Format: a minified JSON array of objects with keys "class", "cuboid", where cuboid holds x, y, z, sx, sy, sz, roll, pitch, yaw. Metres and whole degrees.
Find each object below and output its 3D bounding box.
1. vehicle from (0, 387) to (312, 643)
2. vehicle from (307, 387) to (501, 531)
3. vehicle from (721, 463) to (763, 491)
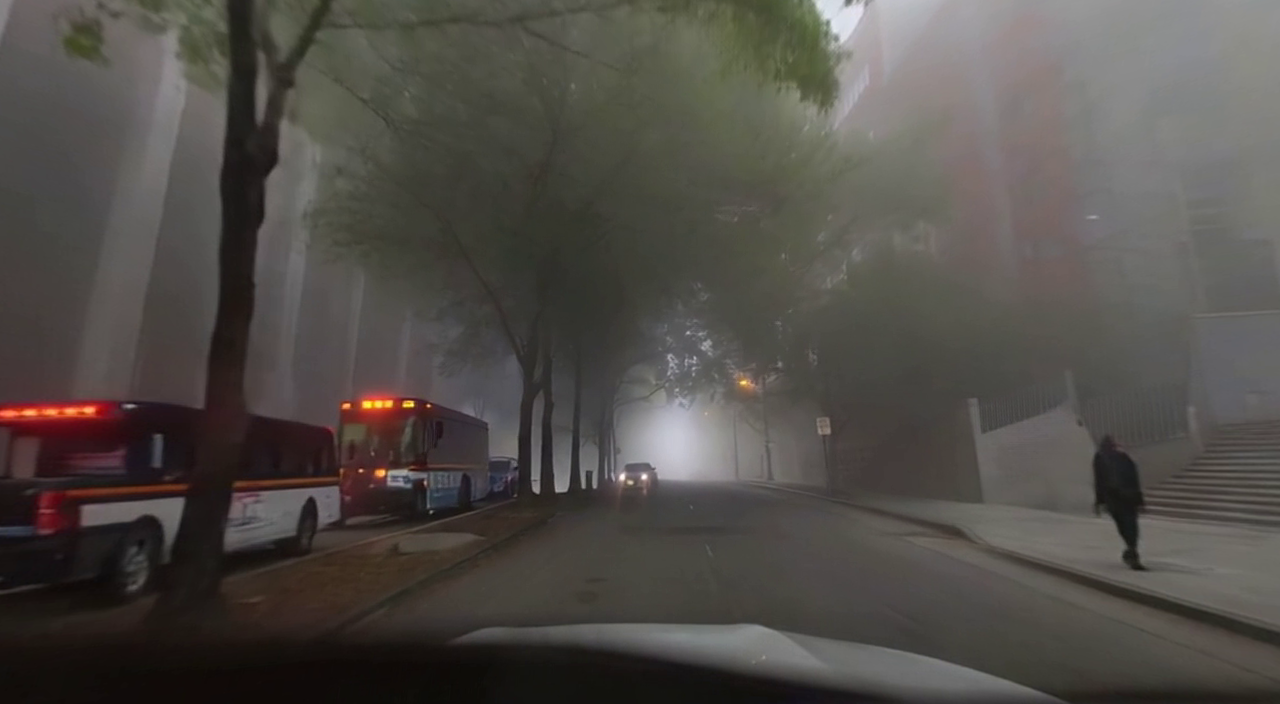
[{"class":"vehicle","cuboid":[-5.663,1.490,6.543,1.988,1.855,4.599,0,-9,1]},{"class":"vehicle","cuboid":[-5.096,2.443,14.879,2.268,2.708,5.699,0,-9,1]},{"class":"vehicle","cuboid":[6.431,7.963,40.386,1.888,1.536,4.381,0,-9,-1]}]
